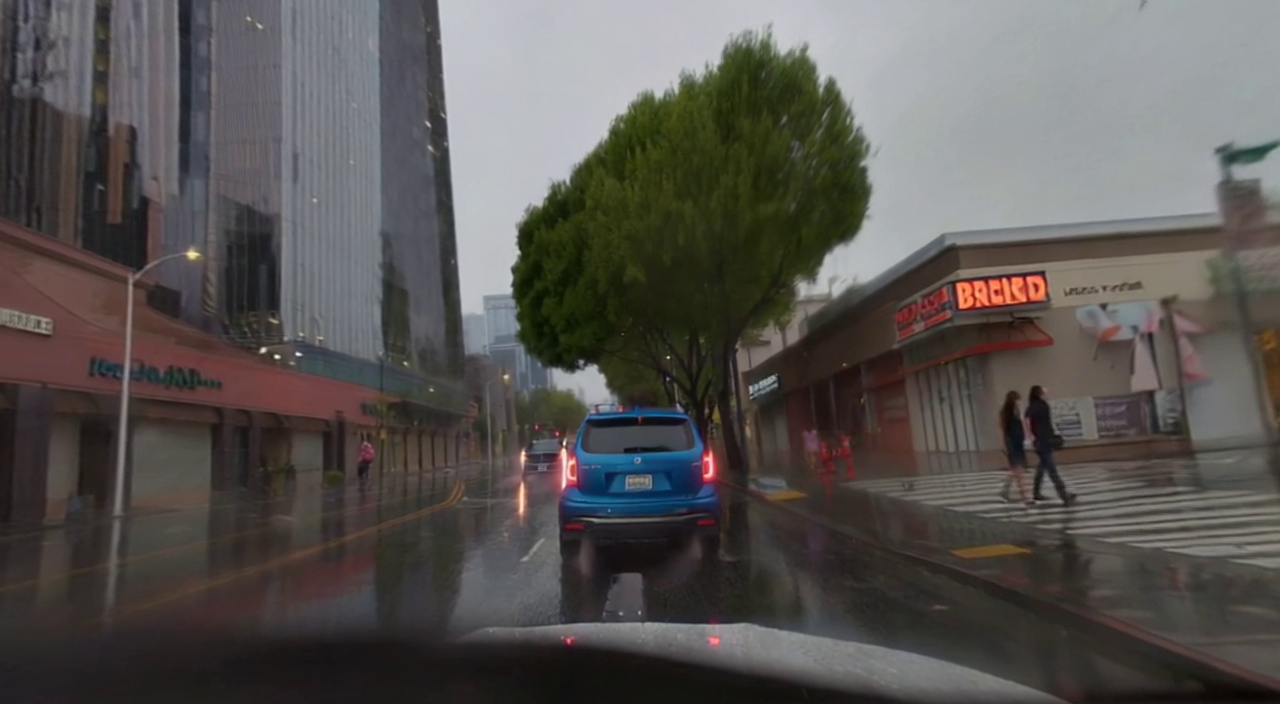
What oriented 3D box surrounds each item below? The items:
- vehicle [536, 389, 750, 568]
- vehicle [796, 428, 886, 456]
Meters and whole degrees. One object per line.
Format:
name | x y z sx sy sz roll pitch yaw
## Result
vehicle | -0.060 1.746 9.450 2.352 1.953 4.796 0 -8 -2
vehicle | 11.281 5.077 35.662 4.426 1.490 1.862 -1 -8 3
